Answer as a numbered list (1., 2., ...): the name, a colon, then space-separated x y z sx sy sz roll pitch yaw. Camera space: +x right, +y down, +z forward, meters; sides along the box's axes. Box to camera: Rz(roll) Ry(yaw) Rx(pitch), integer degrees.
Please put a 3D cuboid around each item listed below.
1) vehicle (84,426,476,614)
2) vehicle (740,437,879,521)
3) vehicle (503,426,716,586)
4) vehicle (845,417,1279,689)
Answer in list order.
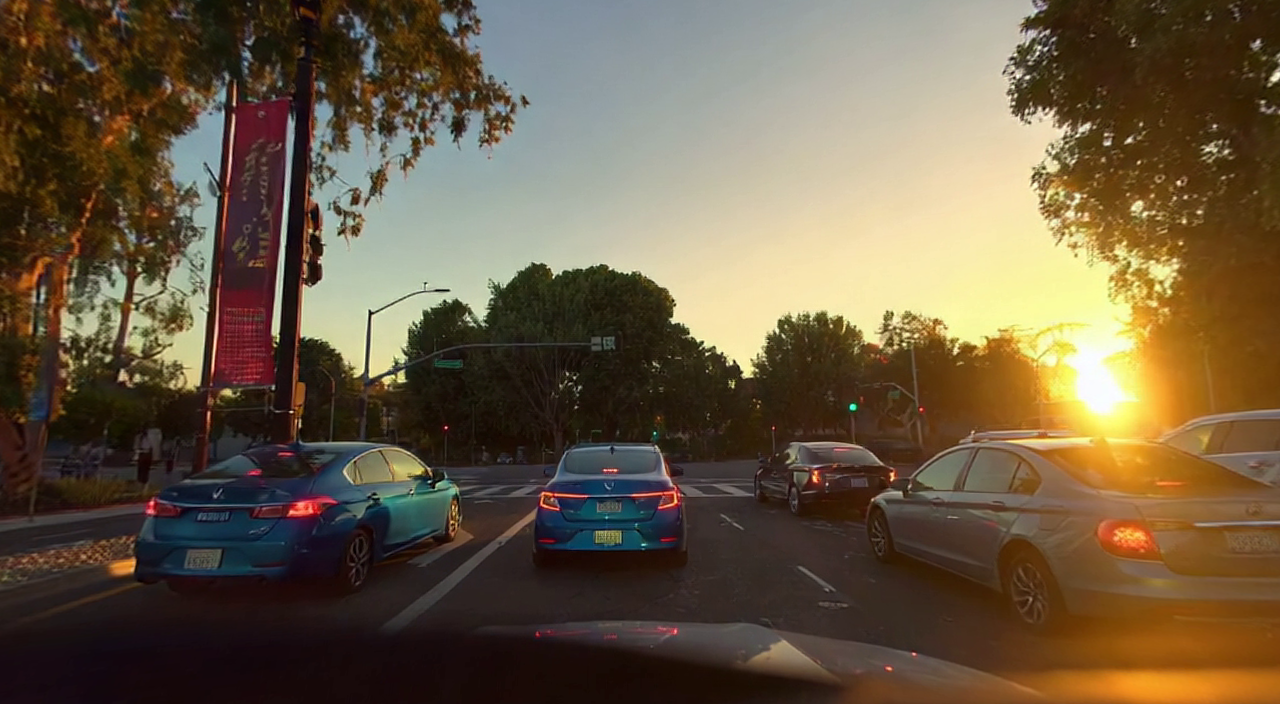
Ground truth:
1. vehicle: -3.370 1.631 7.082 1.929 1.457 4.136 0 -9 0
2. vehicle: 3.399 2.611 13.486 1.852 1.498 3.825 0 -9 0
3. vehicle: -0.311 1.722 7.818 1.994 1.479 3.647 0 -9 -1
4. vehicle: 3.597 1.437 5.754 1.953 1.471 4.470 0 -9 0
